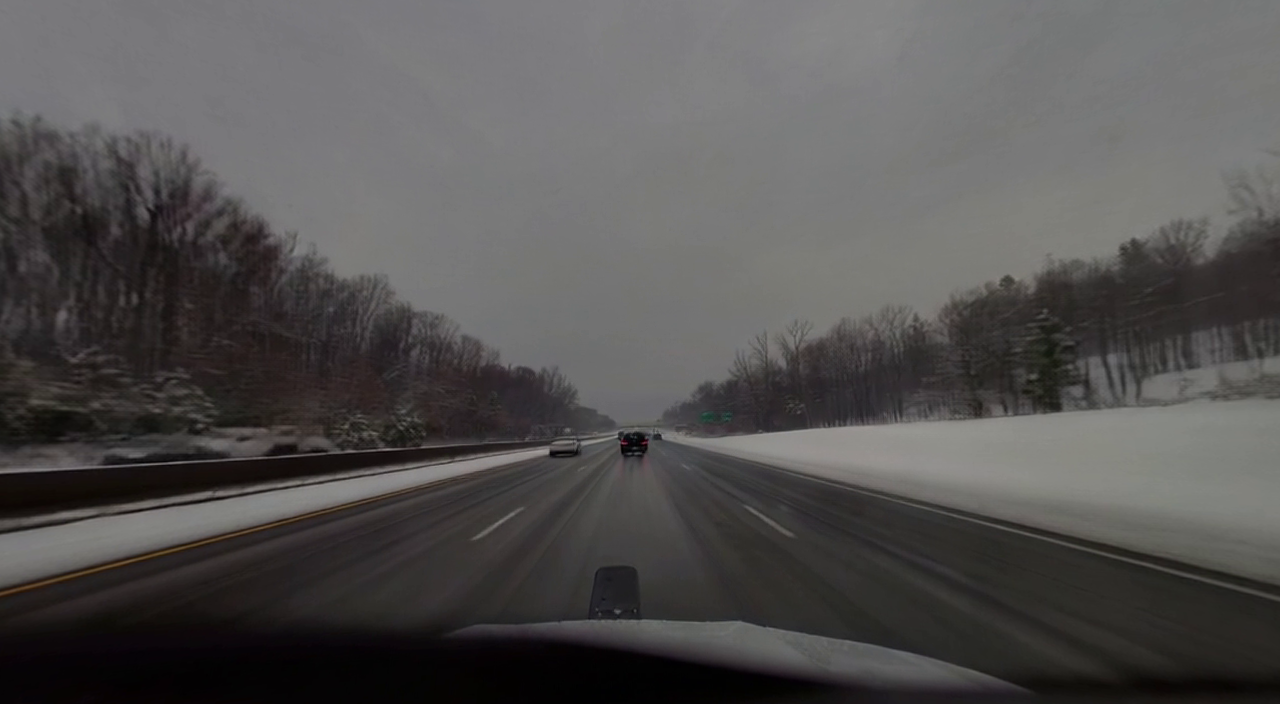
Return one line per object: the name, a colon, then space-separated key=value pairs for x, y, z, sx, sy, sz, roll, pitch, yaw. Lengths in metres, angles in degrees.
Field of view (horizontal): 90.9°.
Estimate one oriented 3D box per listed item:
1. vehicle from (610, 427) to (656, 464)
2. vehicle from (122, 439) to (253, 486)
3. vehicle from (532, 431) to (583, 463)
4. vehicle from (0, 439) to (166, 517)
vehicle: x=-0.332 y=4.561 z=30.878 sx=2.134 sy=1.654 sz=4.174 roll=0 pitch=-8 yaw=0
vehicle: x=-13.116 y=3.179 z=18.468 sx=1.647 sy=1.235 sz=2.839 roll=0 pitch=-8 yaw=2
vehicle: x=-4.151 y=4.854 z=32.434 sx=2.030 sy=1.491 sz=4.046 roll=0 pitch=-8 yaw=1
vehicle: x=-13.046 y=2.655 z=13.890 sx=1.888 sy=1.432 sz=4.235 roll=0 pitch=-8 yaw=-1
